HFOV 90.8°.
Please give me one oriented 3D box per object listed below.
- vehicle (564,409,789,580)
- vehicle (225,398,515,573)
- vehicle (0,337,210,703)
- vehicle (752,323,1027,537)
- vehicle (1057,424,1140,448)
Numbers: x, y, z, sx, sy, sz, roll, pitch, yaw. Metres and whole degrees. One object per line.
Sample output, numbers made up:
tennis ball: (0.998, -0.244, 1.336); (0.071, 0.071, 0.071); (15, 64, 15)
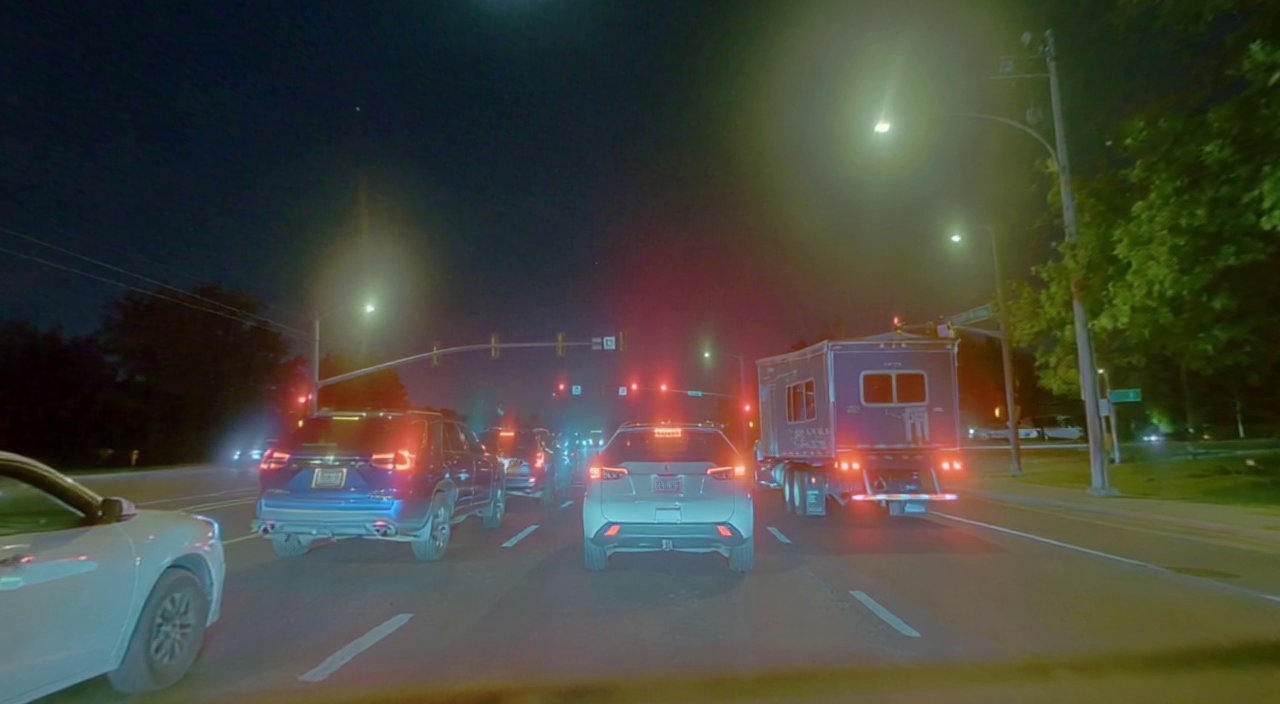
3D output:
vehicle: (0.369, 1.709, 8.324); (2.189, 1.649, 4.171); (0, -9, 0)
vehicle: (-3.258, 1.721, 8.859); (2.085, 1.812, 4.388); (0, -9, 0)
vehicle: (-3.423, 0.678, 1.481); (1.952, 1.730, 4.116); (0, -9, -1)
vehicle: (3.699, 1.402, 11.014); (2.531, 2.750, 5.595); (0, -9, 1)
vehicle: (33.178, 6.141, 45.886); (4.671, 1.595, 1.824); (-5, -10, 31)
